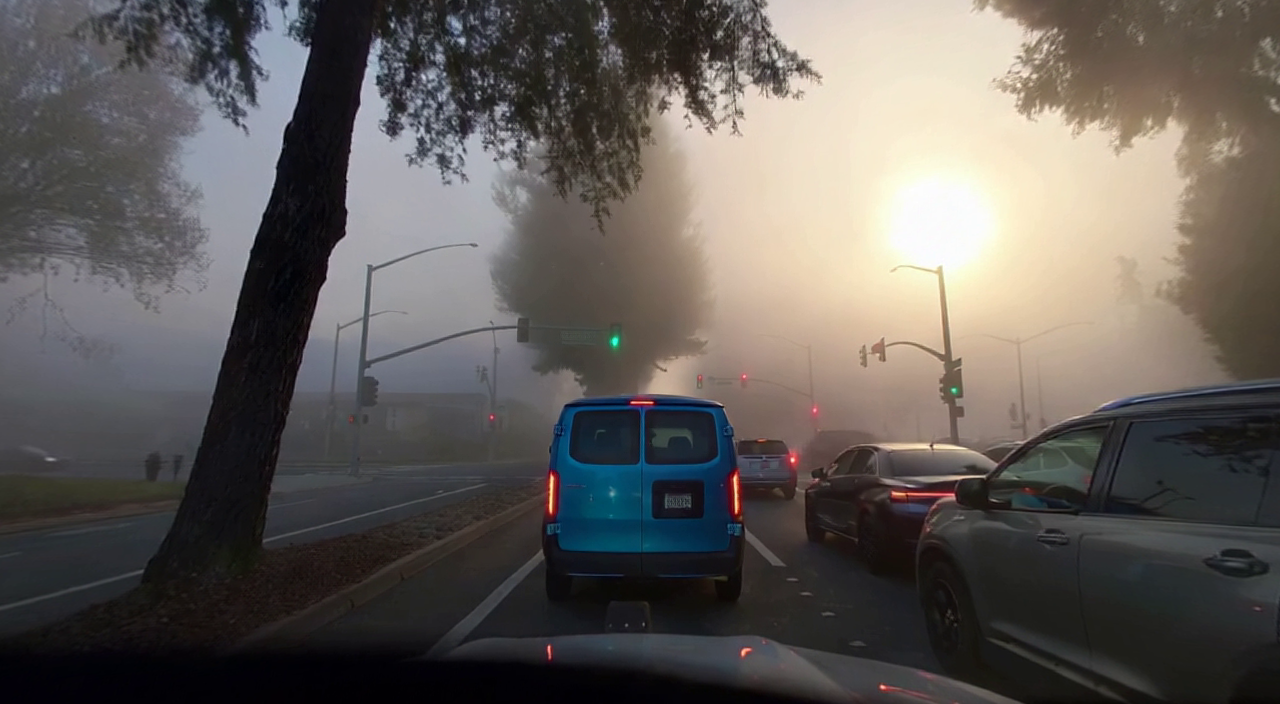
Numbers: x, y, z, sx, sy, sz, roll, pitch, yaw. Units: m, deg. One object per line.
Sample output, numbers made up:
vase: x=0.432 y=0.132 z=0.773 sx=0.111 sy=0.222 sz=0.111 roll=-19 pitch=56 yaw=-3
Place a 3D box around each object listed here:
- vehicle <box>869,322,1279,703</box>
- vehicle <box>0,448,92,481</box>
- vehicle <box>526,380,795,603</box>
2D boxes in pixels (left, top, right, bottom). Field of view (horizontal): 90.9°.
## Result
vehicle: x=2.905 y=0.943 z=3.163 sx=1.971 sy=1.663 sz=4.287 roll=0 pitch=-8 yaw=2
vehicle: x=-30.609 y=5.616 z=31.581 sx=4.425 sy=1.427 sz=1.911 roll=0 pitch=-5 yaw=-5
vehicle: x=0.181 y=1.463 z=7.433 sx=2.185 sy=1.822 sz=4.391 roll=0 pitch=-8 yaw=0
